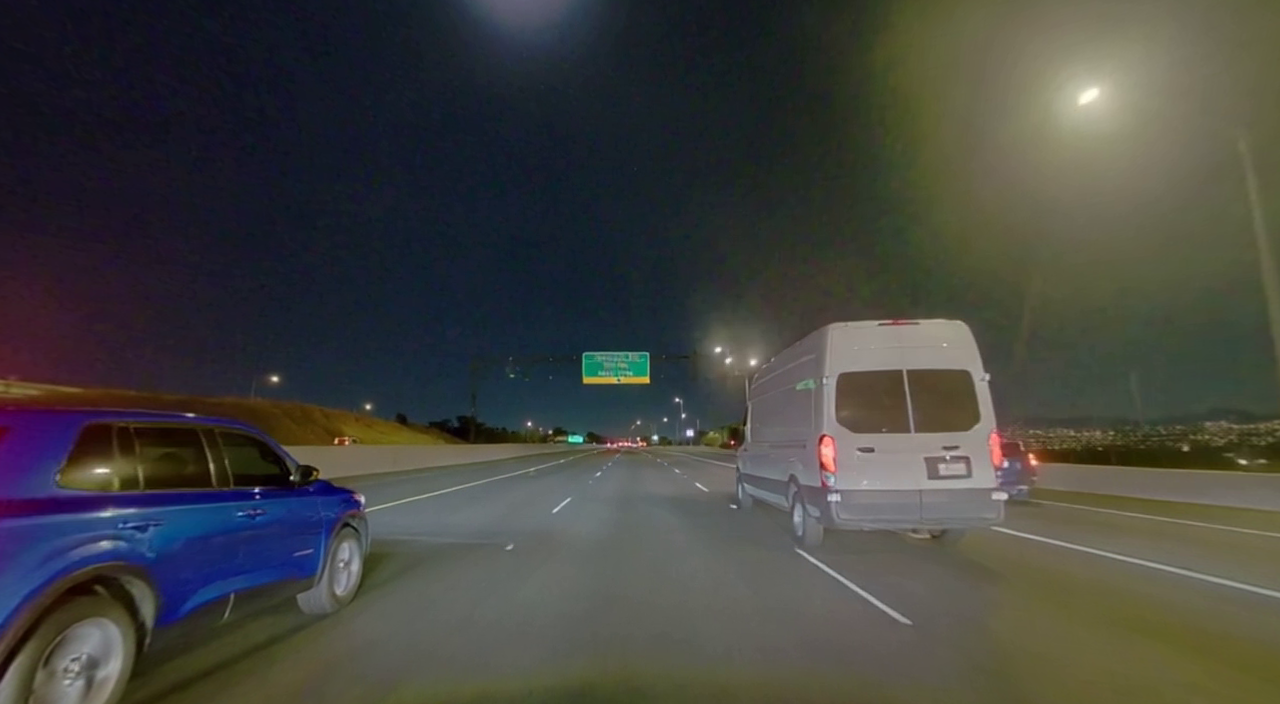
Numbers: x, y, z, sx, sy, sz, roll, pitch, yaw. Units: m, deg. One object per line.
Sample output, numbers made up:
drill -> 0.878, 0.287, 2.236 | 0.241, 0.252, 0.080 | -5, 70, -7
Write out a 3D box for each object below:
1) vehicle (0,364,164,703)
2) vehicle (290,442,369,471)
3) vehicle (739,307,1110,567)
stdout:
vehicle -> -3.954, 0.715, 1.743 | 2.000, 1.646, 4.201 | 0, -8, -1
vehicle -> -17.912, 6.027, 36.714 | 2.044, 1.573, 4.964 | 0, -8, 1
vehicle -> 3.486, 1.352, 10.025 | 2.629, 2.718, 6.740 | 0, -8, -1
